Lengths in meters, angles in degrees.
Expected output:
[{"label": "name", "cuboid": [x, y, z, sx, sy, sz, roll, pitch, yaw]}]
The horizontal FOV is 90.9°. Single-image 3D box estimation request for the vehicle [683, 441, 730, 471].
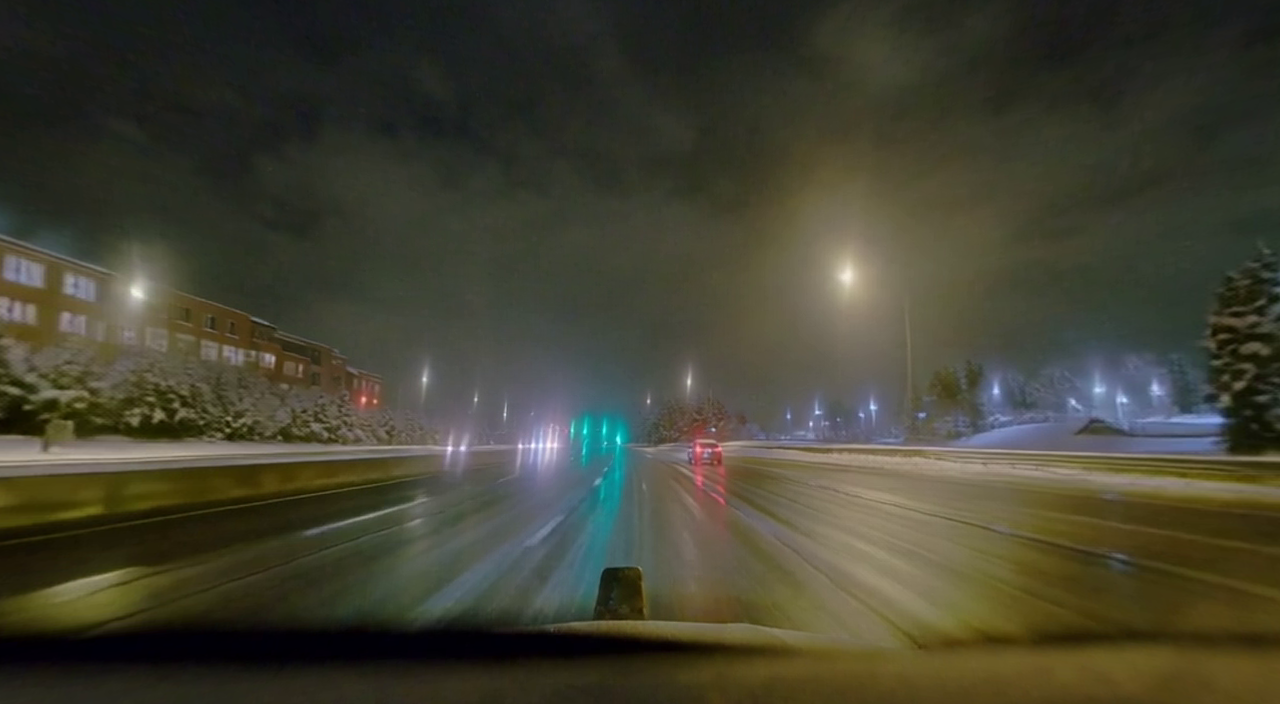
[{"label": "vehicle", "cuboid": [3.458, 5.527, 33.566, 1.926, 1.477, 4.025, 0, -9, -2]}]
